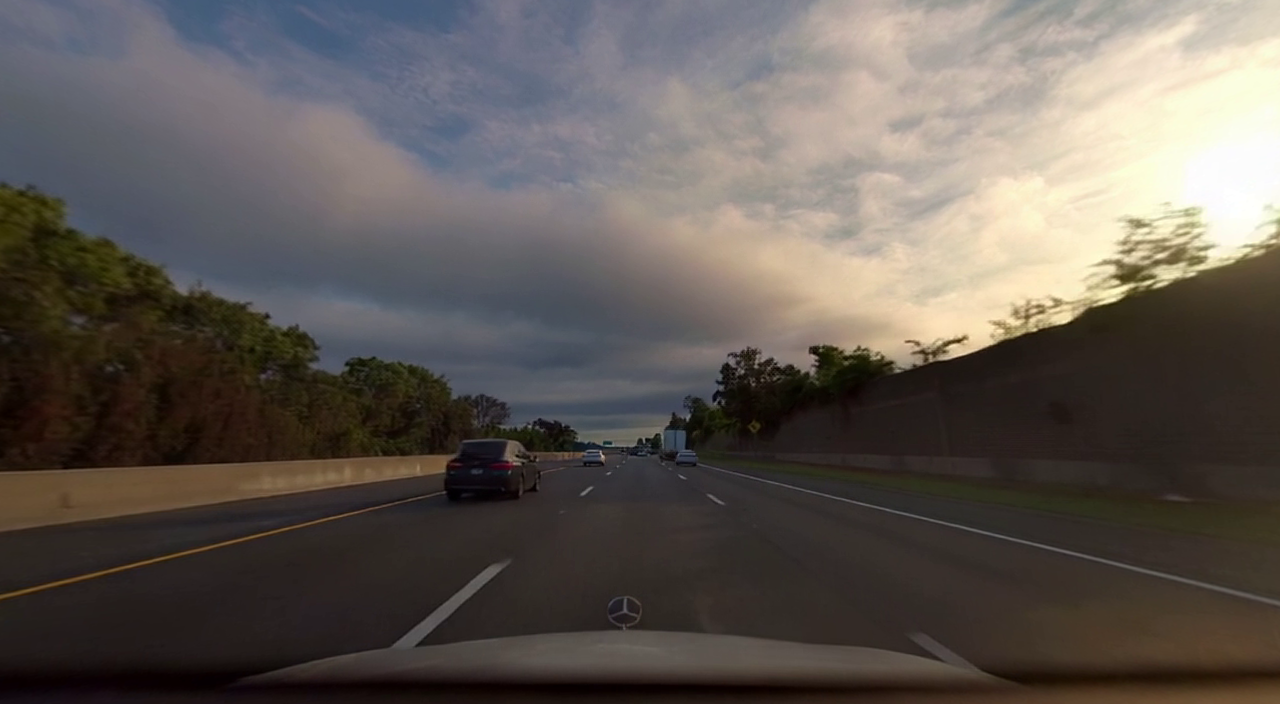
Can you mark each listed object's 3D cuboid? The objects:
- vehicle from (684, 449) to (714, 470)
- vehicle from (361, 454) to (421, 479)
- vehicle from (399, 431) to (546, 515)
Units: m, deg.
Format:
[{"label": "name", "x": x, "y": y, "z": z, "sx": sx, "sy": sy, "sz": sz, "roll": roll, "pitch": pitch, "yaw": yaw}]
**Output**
[{"label": "vehicle", "x": 4.414, "y": 8.065, "z": 47.422, "sx": 1.873, "sy": 1.529, "sz": 3.953, "roll": 0, "pitch": -9, "yaw": 0}, {"label": "vehicle", "x": -15.713, "y": 7.229, "z": 40.018, "sx": 1.984, "sy": 1.494, "sz": 4.391, "roll": 0, "pitch": -9, "yaw": 1}, {"label": "vehicle", "x": -3.840, "y": 2.893, "z": 15.621, "sx": 2.138, "sy": 1.720, "sz": 5.186, "roll": 0, "pitch": -9, "yaw": 1}]
